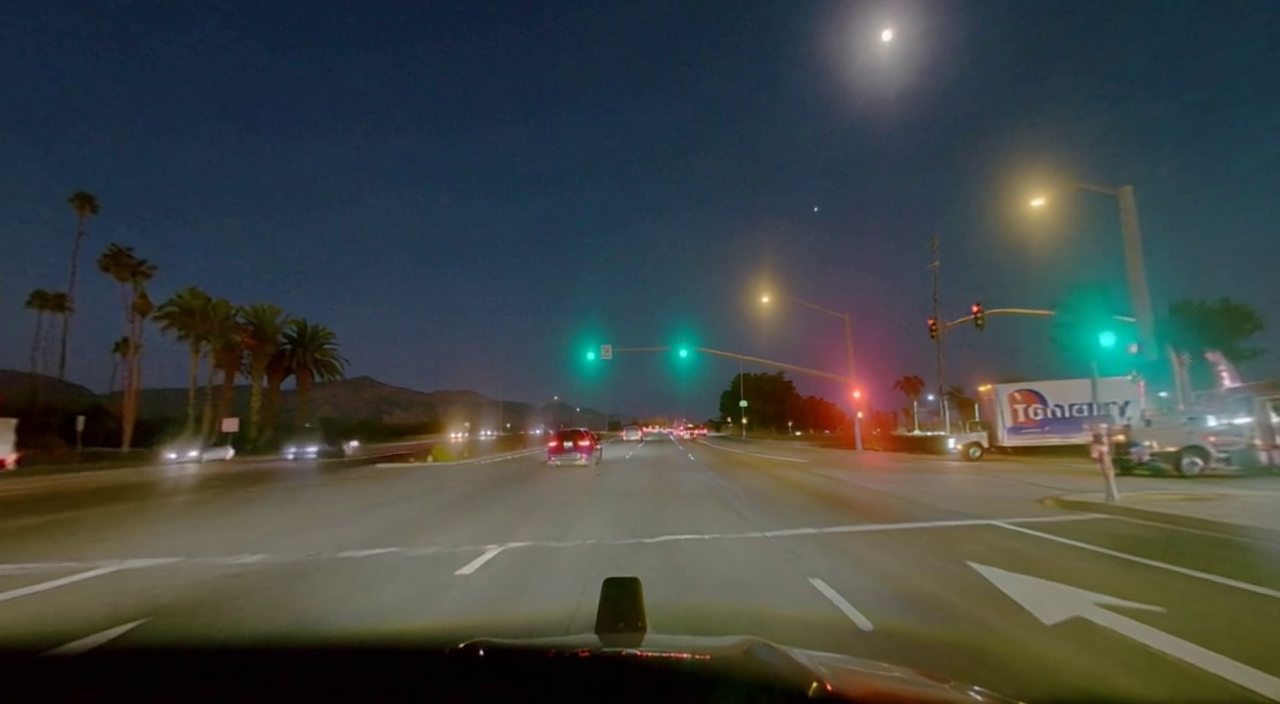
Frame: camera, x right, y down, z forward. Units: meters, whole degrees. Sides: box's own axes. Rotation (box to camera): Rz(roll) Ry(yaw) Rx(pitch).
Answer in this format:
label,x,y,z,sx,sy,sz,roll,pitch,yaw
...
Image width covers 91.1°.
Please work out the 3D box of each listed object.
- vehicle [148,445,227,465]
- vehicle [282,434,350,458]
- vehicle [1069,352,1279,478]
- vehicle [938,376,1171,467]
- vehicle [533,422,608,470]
label,x,y,z,sx,sy,sz,roll,pitch,yaw
vehicle,-35.820,8.179,49.886,1.874,1.505,4.935,-2,-9,14
vehicle,-22.372,6.519,43.553,2.060,1.537,4.524,-1,-9,4
vehicle,18.334,2.169,20.945,5.512,3.865,3.002,-1,-9,3
vehicle,16.630,2.936,25.893,7.088,3.414,3.237,-2,-9,12
vehicle,-2.631,3.747,25.082,2.287,1.712,4.537,0,-9,3
